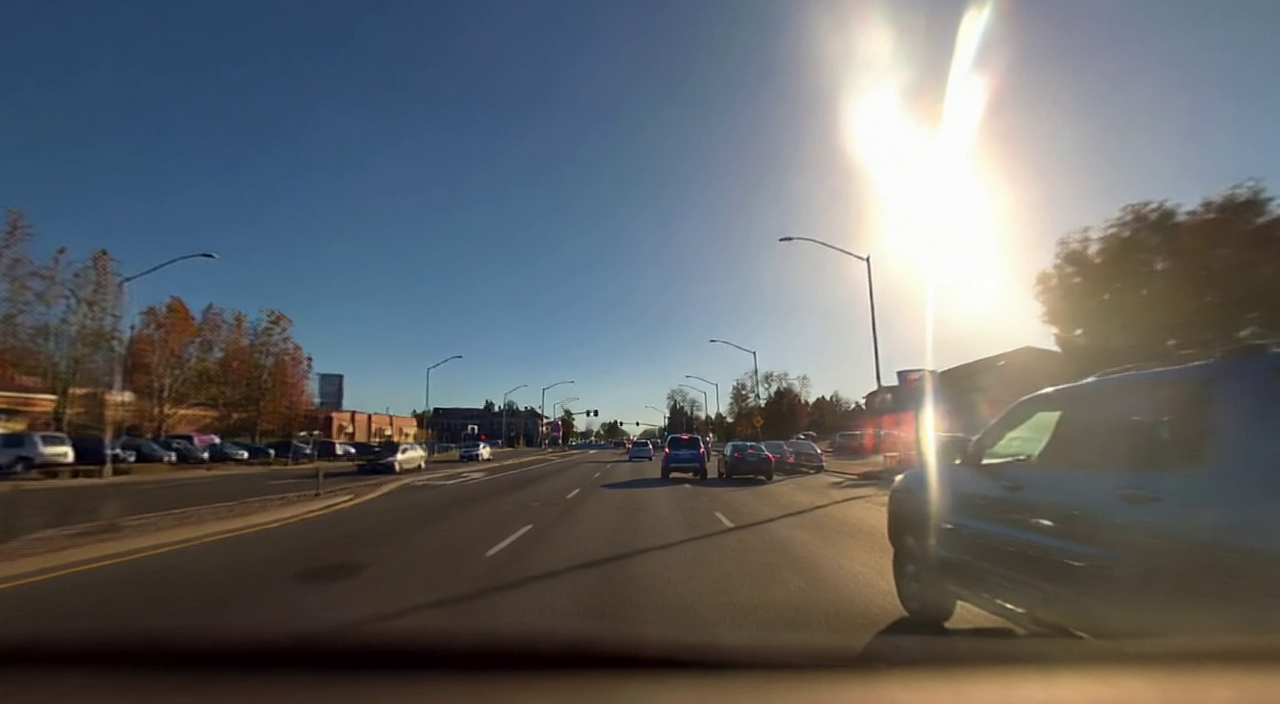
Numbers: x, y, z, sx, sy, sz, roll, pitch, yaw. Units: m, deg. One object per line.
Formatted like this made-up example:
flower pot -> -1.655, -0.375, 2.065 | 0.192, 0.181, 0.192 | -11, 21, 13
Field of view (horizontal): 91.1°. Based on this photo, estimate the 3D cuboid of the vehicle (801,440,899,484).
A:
vehicle -> 7.474, 3.947, 22.852 | 1.966, 1.416, 4.589 | 0, -8, 0

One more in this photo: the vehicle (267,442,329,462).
vehicle -> -26.934, 7.897, 49.701 | 1.929, 1.537, 5.124 | 0, -8, 2

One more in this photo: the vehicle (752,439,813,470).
vehicle -> 7.441, 5.417, 33.281 | 2.055, 1.508, 4.782 | 0, -8, 0

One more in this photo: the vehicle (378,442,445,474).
vehicle -> -11.438, 5.330, 31.720 | 1.942, 1.473, 4.506 | 1, -8, -4

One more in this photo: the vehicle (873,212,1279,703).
vehicle -> 3.057, 0.713, 2.797 | 2.246, 1.963, 4.777 | 0, -8, 1

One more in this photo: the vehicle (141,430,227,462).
vehicle -> -30.719, 6.401, 42.546 | 2.042, 1.901, 5.209 | -3, -10, -1

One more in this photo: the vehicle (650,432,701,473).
vehicle -> 1.703, 4.958, 31.210 | 2.317, 1.857, 5.150 | 0, -8, 2

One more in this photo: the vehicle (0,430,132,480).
vehicle -> -25.714, 4.501, 27.653 | 2.086, 1.967, 5.297 | 0, -8, 1

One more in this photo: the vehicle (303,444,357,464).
vehicle -> -24.259, 7.980, 49.308 | 1.822, 1.466, 4.445 | 0, -9, 2

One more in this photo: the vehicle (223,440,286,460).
vehicle -> -30.100, 7.684, 49.181 | 1.949, 1.466, 4.654 | 0, -8, 1
